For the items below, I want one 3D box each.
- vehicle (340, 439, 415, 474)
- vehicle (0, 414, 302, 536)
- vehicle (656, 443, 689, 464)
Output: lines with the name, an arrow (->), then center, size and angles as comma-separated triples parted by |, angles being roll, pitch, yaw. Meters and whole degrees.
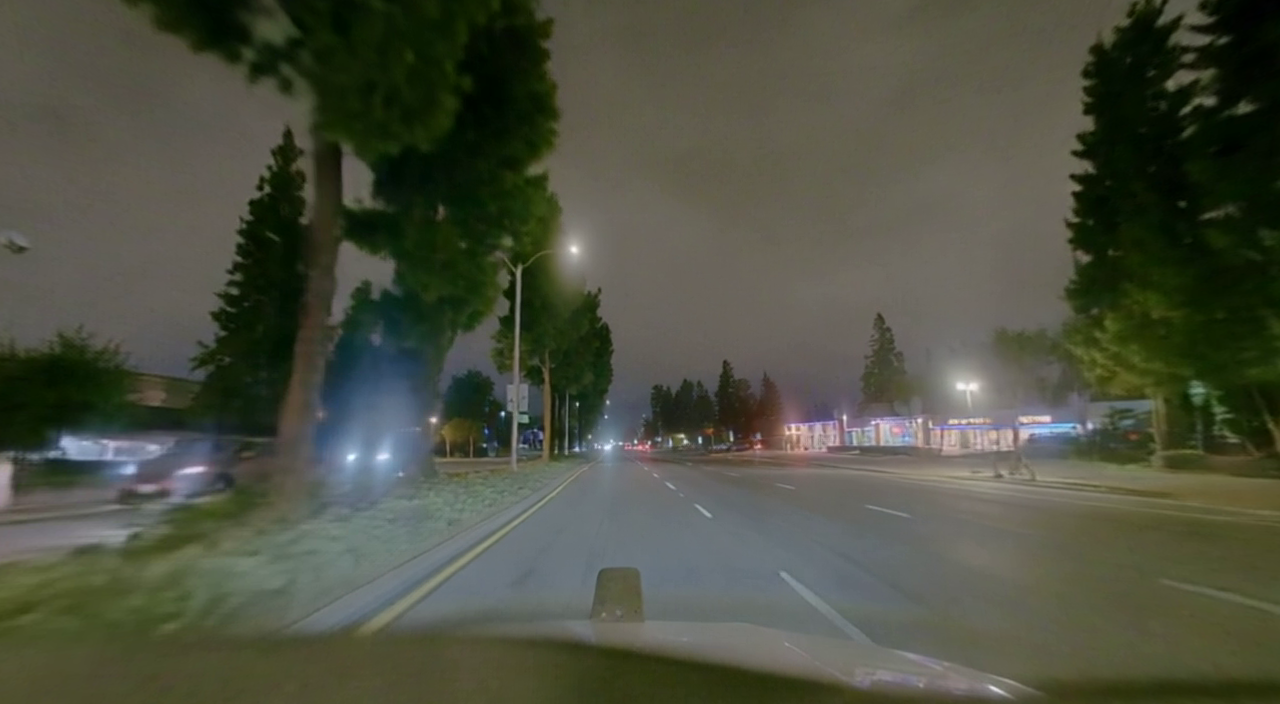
vehicle -> -13.667, 5.431, 33.171 | 2.123, 1.692, 4.419 | 0, -9, -2
vehicle -> -8.727, 2.150, 12.003 | 2.016, 1.766, 5.155 | 0, -7, -4
vehicle -> 2.419, 7.670, 47.786 | 1.913, 1.473, 4.360 | 1, -9, -5
